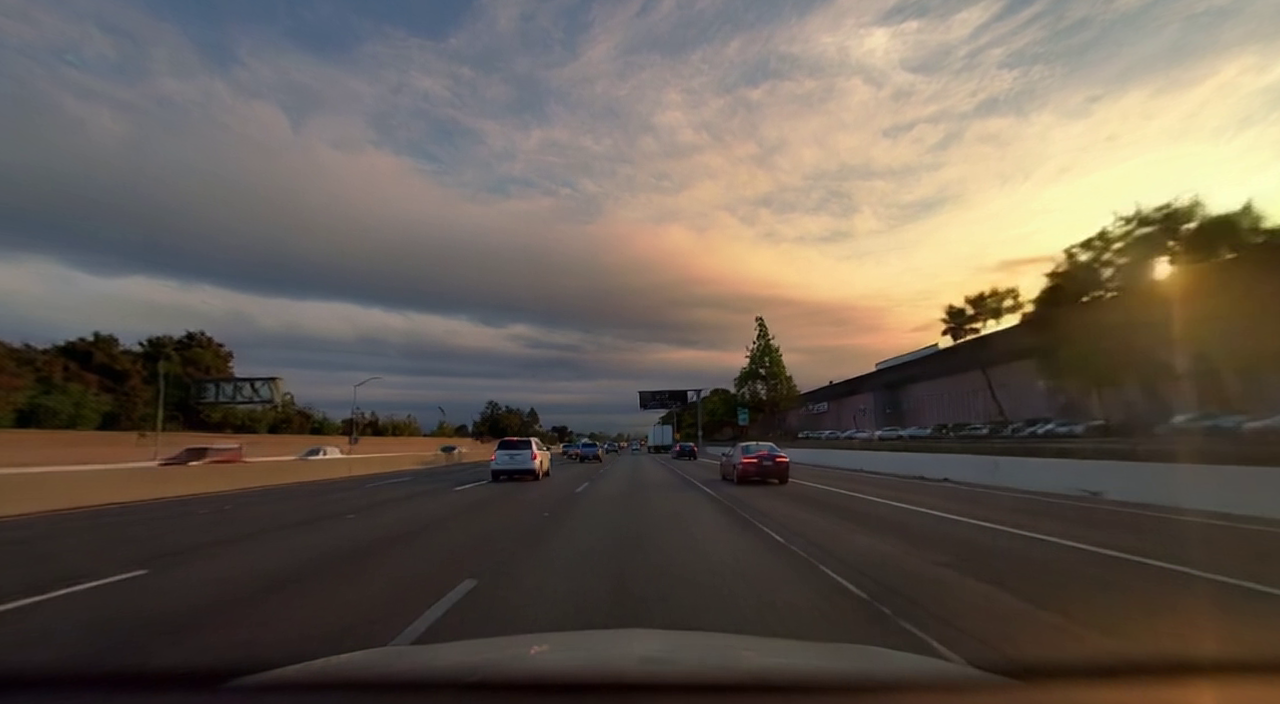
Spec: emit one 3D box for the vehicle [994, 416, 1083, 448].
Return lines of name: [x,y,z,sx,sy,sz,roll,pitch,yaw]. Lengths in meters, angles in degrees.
vehicle: [27.539,5.655,43.974,2.031,1.963,6.154,-2,-9,-1]

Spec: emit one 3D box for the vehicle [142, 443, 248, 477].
vehicle: [-21.015,5.086,30.084,1.878,1.500,4.292,0,-8,0]

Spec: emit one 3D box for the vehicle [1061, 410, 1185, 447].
vehicle: [27.649,4.507,36.559,2.202,1.863,6.272,-1,-9,0]

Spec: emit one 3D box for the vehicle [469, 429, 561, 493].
vehicle: [-3.805,3.407,20.086,1.987,1.765,4.508,0,-8,0]

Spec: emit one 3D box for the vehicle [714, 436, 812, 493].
vehicle: [3.634,3.415,19.590,1.957,1.510,4.643,0,-8,-2]

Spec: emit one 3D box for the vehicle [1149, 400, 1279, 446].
vehicle: [27.724,3.446,29.920,2.235,1.862,5.983,-1,-9,0]

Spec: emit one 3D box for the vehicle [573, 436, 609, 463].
vehicle: [-3.712,7.558,49.084,2.410,1.981,5.355,0,-8,0]
